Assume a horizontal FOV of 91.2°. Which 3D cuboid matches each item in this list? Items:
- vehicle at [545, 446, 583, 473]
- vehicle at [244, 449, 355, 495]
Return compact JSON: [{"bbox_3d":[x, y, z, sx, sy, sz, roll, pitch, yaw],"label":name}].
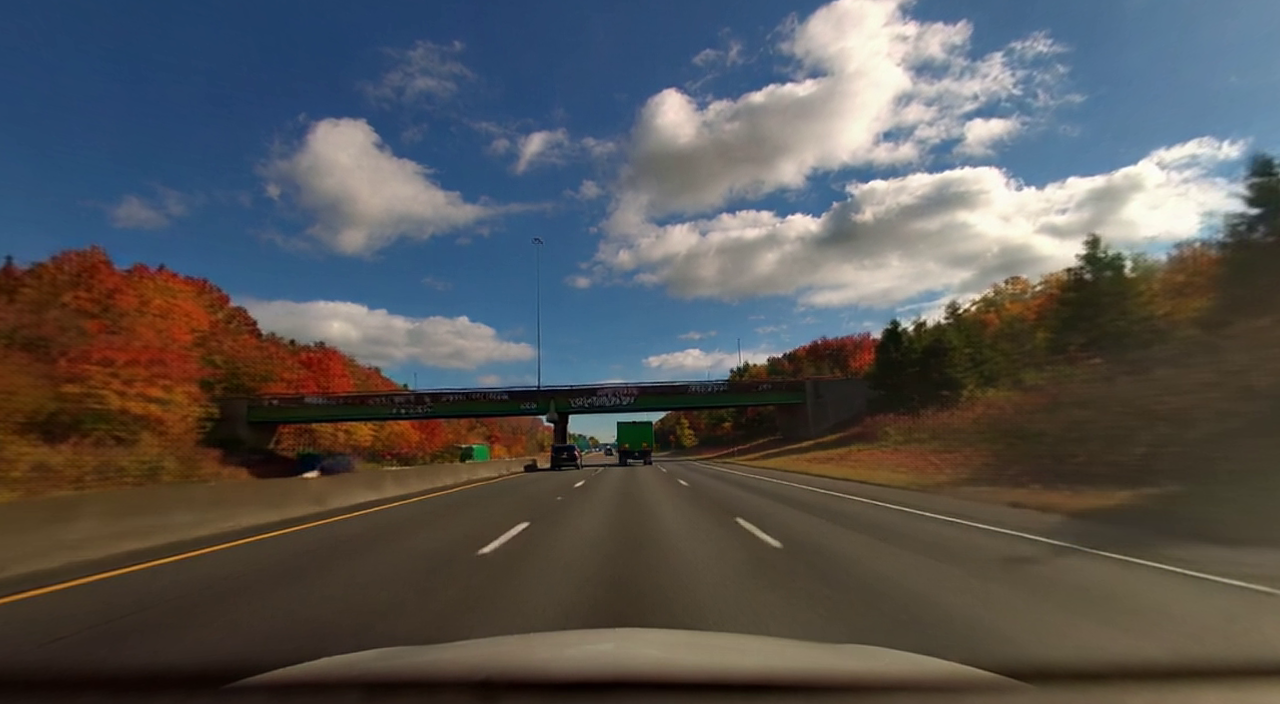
[{"bbox_3d":[-4.485,6.442,37.679,1.892,1.529,3.996,0,-9,-1],"label":"vehicle"},{"bbox_3d":[-13.735,4.828,25.679,1.890,1.706,4.618,0,-9,1],"label":"vehicle"}]
